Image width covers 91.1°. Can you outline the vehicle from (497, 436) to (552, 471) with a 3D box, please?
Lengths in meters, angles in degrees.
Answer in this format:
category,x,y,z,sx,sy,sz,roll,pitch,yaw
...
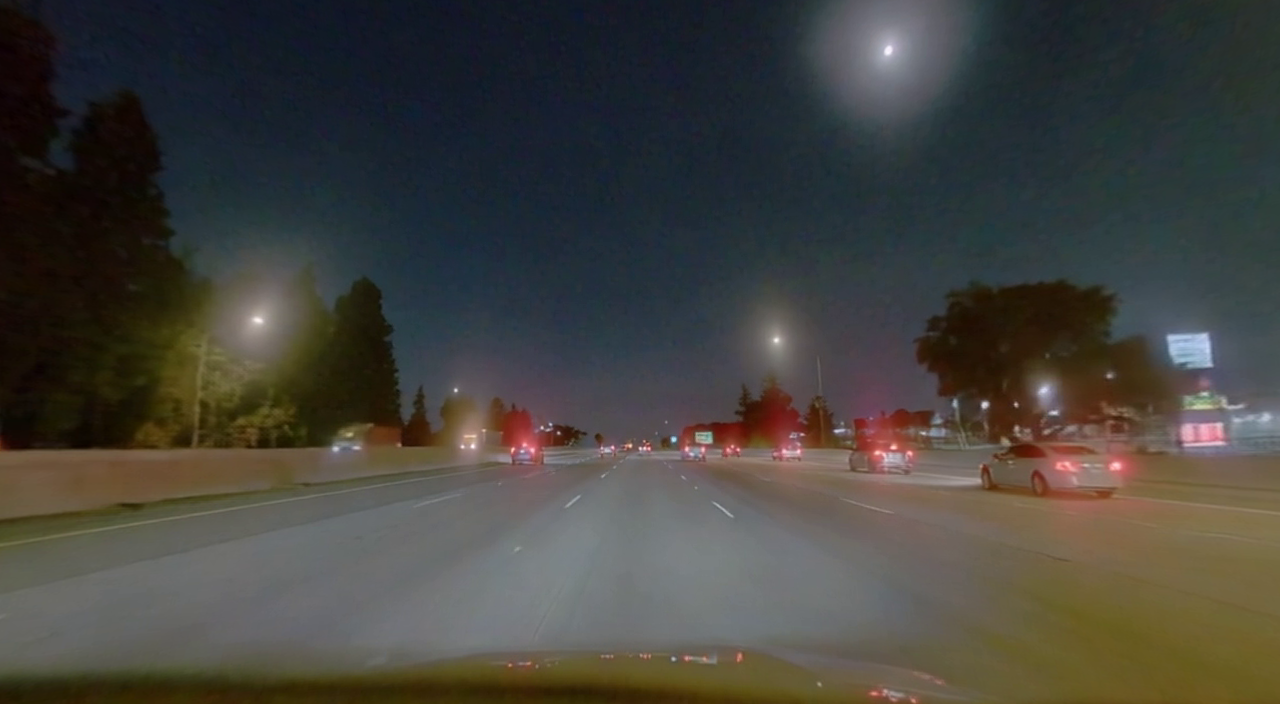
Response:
category,x,y,z,sx,sy,sz,roll,pitch,yaw
vehicle,-6.306,5.609,34.877,2.091,1.746,4.437,0,-9,1

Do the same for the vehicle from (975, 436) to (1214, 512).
category,x,y,z,sx,sy,sz,roll,pitch,yaw
vehicle,10.218,2.756,14.769,1.979,1.467,4.839,0,-9,0

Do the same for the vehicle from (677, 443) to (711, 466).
category,x,y,z,sx,sy,sz,roll,pitch,yaw
vehicle,3.664,7.024,43.087,1.950,1.453,3.378,0,-9,-1
